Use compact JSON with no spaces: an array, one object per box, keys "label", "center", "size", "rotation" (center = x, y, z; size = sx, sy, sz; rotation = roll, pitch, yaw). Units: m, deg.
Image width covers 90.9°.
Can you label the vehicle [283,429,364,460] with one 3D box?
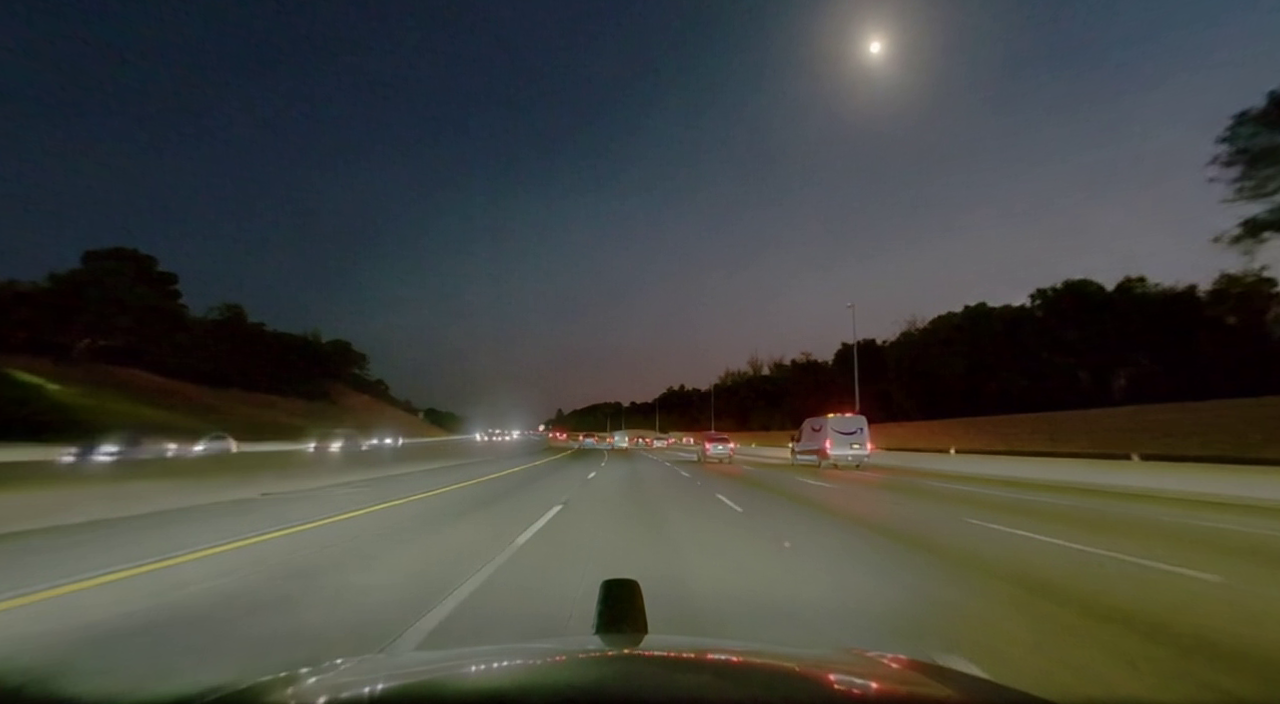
[{"label":"vehicle","center":[-18.404,5.453,36.992],"size":[2.199,1.660,5.133],"rotation":[0,-8,-2]}]

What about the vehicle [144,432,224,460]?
[{"label":"vehicle","center":[-29.897,6.193,41.574],"size":[1.951,1.732,4.581],"rotation":[0,-8,-2]}]

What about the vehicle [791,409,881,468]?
[{"label":"vehicle","center":[10.239,4.665,33.766],"size":[2.274,2.802,6.802],"rotation":[0,-8,-3]}]

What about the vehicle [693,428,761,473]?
[{"label":"vehicle","center":[3.628,4.221,27.145],"size":[2.141,1.732,4.279],"rotation":[0,-8,-2]}]

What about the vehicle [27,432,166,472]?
[{"label":"vehicle","center":[-21.789,4.022,25.550],"size":[1.895,1.469,4.267],"rotation":[0,-8,-1]}]
